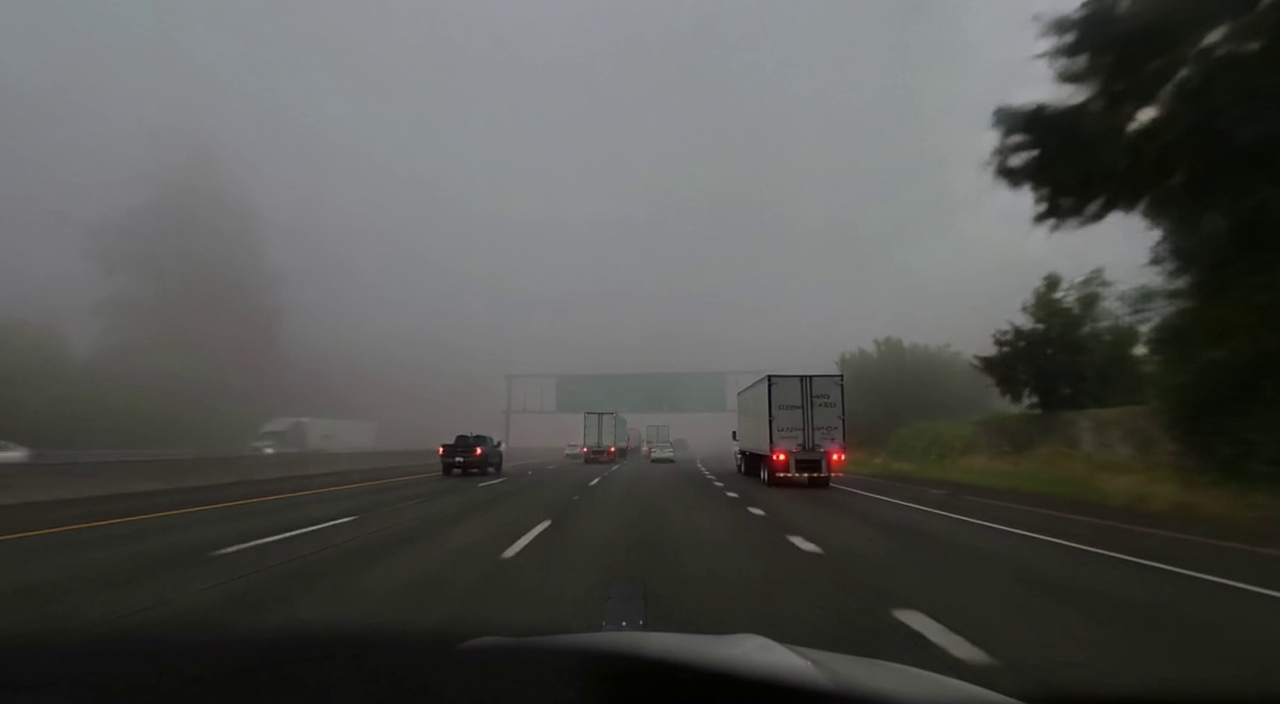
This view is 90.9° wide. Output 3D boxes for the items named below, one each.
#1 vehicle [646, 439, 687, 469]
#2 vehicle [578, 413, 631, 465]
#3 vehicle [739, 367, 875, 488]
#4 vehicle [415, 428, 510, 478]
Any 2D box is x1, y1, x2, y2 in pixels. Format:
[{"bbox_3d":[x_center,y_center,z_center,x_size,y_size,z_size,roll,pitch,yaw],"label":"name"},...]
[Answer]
[{"bbox_3d":[1.424,5.572,34.680,2.105,1.502,4.068,0,-8,1],"label":"vehicle"},{"bbox_3d":[-2.212,5.847,42.249,2.745,3.156,7.608,0,-8,3],"label":"vehicle"},{"bbox_3d":[5.391,2.724,22.037,2.895,3.484,7.631,0,-8,2],"label":"vehicle"},{"bbox_3d":[-7.074,4.099,25.837,2.272,1.850,5.156,0,-8,1],"label":"vehicle"}]
